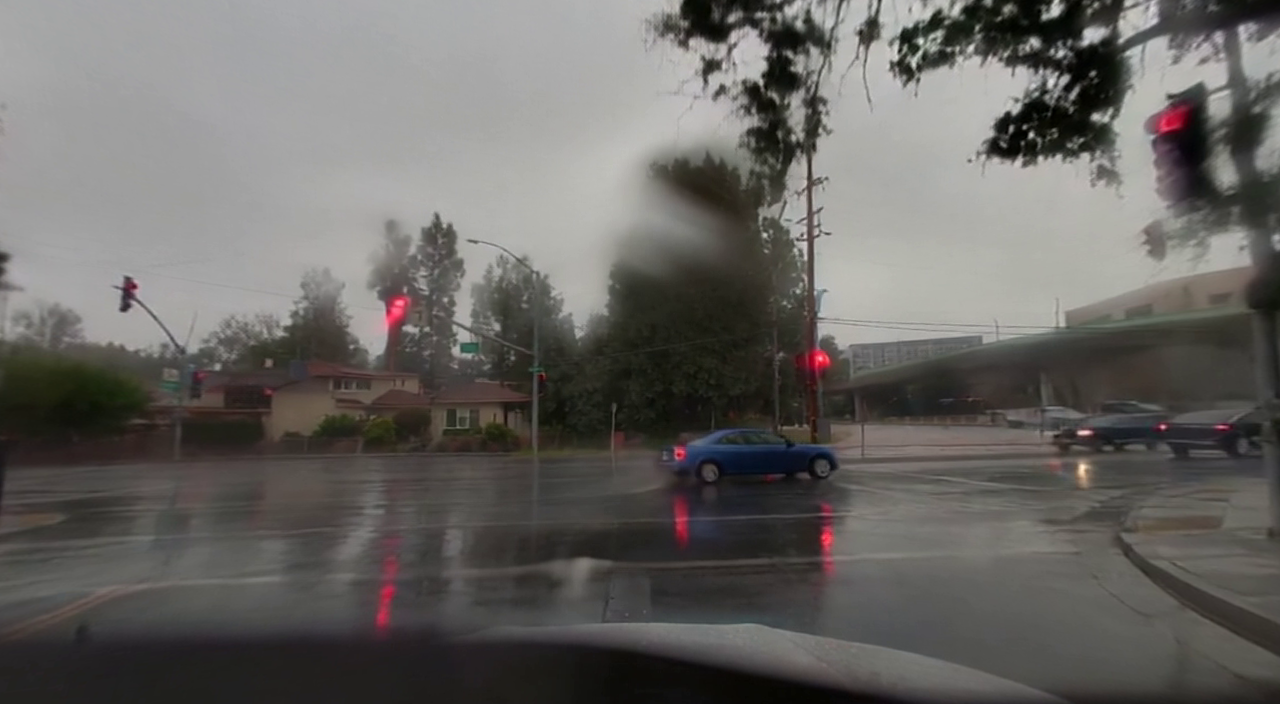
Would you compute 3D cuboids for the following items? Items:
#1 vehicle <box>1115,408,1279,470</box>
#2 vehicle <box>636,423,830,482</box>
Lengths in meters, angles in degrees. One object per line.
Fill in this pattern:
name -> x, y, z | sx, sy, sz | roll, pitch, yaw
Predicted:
vehicle -> 16.802, 2.520, 18.258 | 4.636, 1.668, 1.935 | 1, -9, -6
vehicle -> 2.361, 2.669, 16.775 | 4.757, 1.442, 1.858 | 1, -9, -7
